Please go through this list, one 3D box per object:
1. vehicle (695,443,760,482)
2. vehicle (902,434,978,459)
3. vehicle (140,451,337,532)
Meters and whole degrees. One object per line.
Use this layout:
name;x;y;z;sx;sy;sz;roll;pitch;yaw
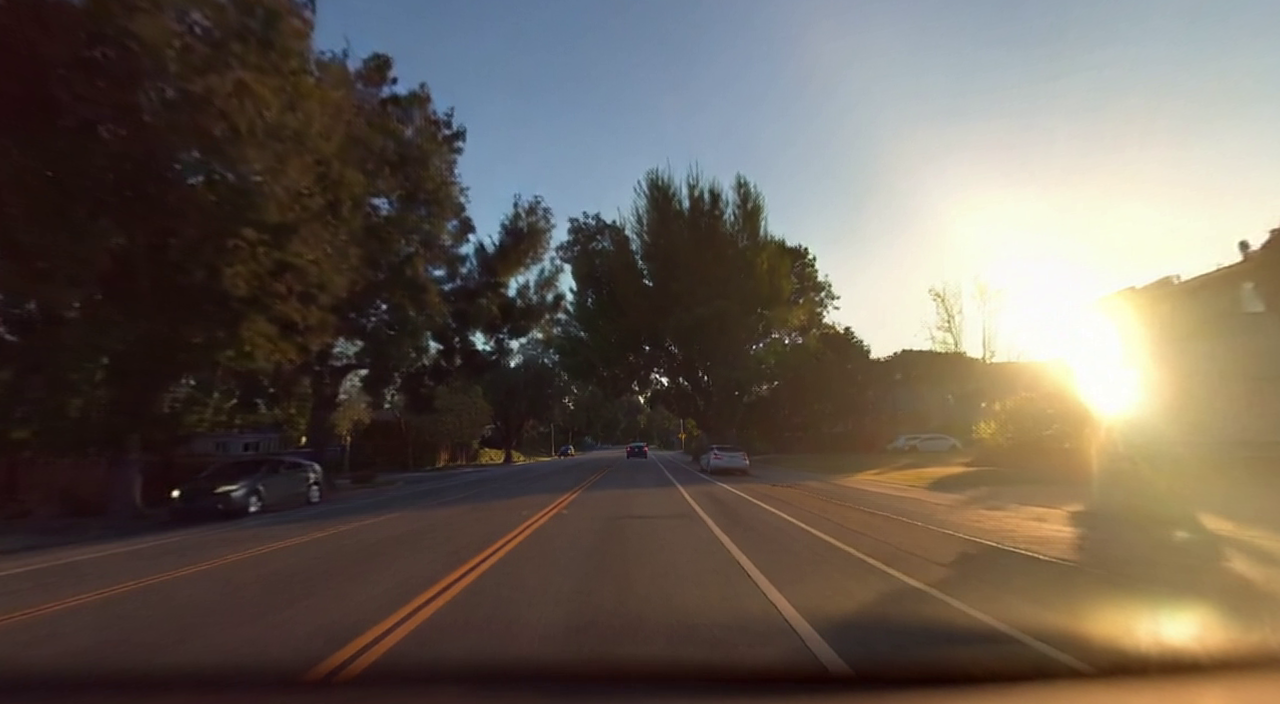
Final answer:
vehicle;4.014;5.151;29.800;2.124;1.524;4.698;5;-9;-2
vehicle;21.388;6.765;45.141;4.536;1.654;1.931;1;-9;-7
vehicle;-11.207;3.850;18.318;2.086;1.711;5.661;-6;-9;-1
